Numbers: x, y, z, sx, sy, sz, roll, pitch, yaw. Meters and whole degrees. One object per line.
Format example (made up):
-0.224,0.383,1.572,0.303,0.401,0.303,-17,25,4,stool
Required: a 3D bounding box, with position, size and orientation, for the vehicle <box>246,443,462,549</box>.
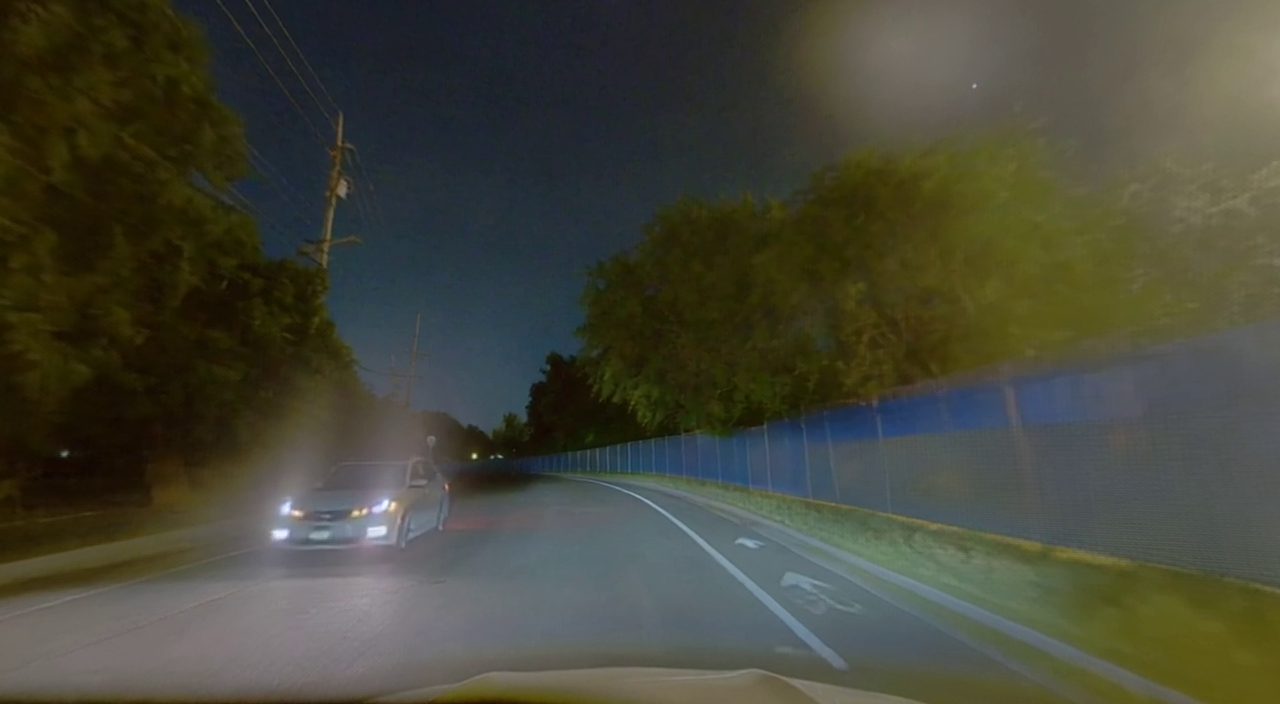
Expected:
-4.736,2.408,11.374,2.034,1.479,4.521,0,-9,-4,vehicle
